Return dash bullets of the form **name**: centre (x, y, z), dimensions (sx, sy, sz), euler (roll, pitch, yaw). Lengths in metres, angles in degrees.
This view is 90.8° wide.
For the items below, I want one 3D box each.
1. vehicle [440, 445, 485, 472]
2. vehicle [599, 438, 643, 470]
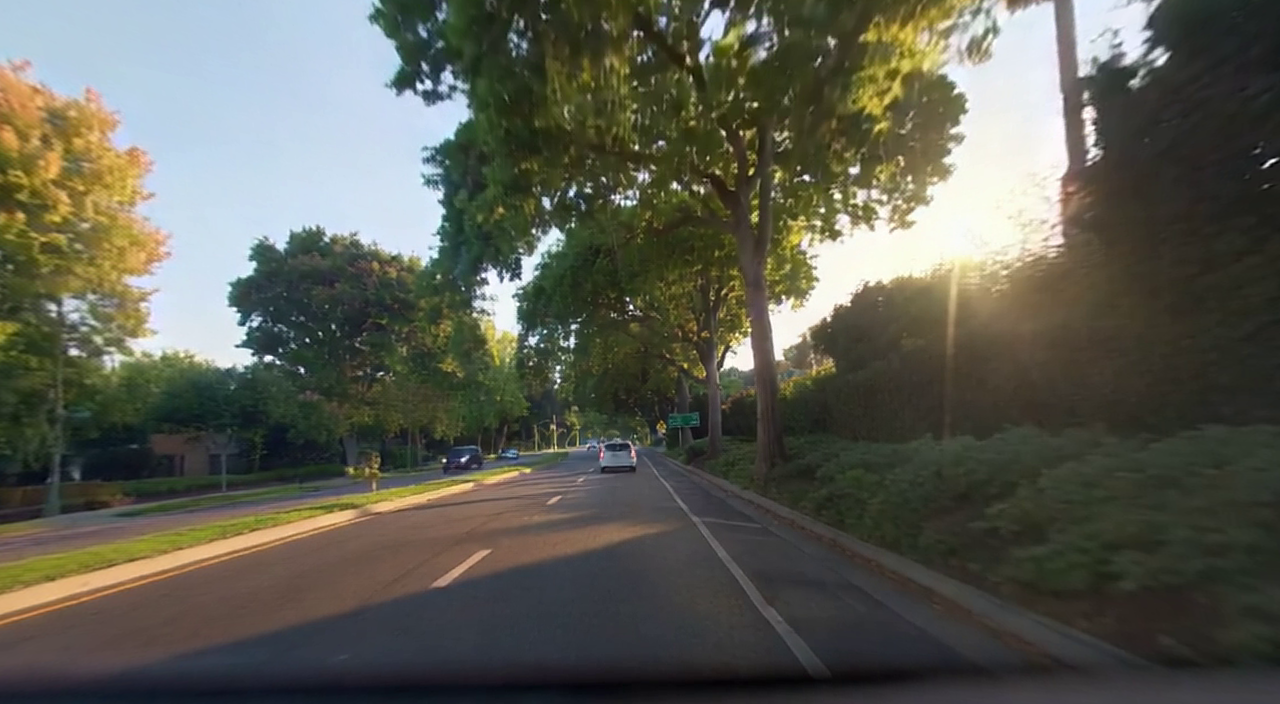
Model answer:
- **vehicle**: centre (-12.617, 7.555, 45.135), dimensions (1.954, 1.680, 4.530), euler (-3, -8, -2)
- **vehicle**: centre (-0.958, 5.161, 32.273), dimensions (2.111, 1.466, 4.223), euler (-1, -8, -1)
